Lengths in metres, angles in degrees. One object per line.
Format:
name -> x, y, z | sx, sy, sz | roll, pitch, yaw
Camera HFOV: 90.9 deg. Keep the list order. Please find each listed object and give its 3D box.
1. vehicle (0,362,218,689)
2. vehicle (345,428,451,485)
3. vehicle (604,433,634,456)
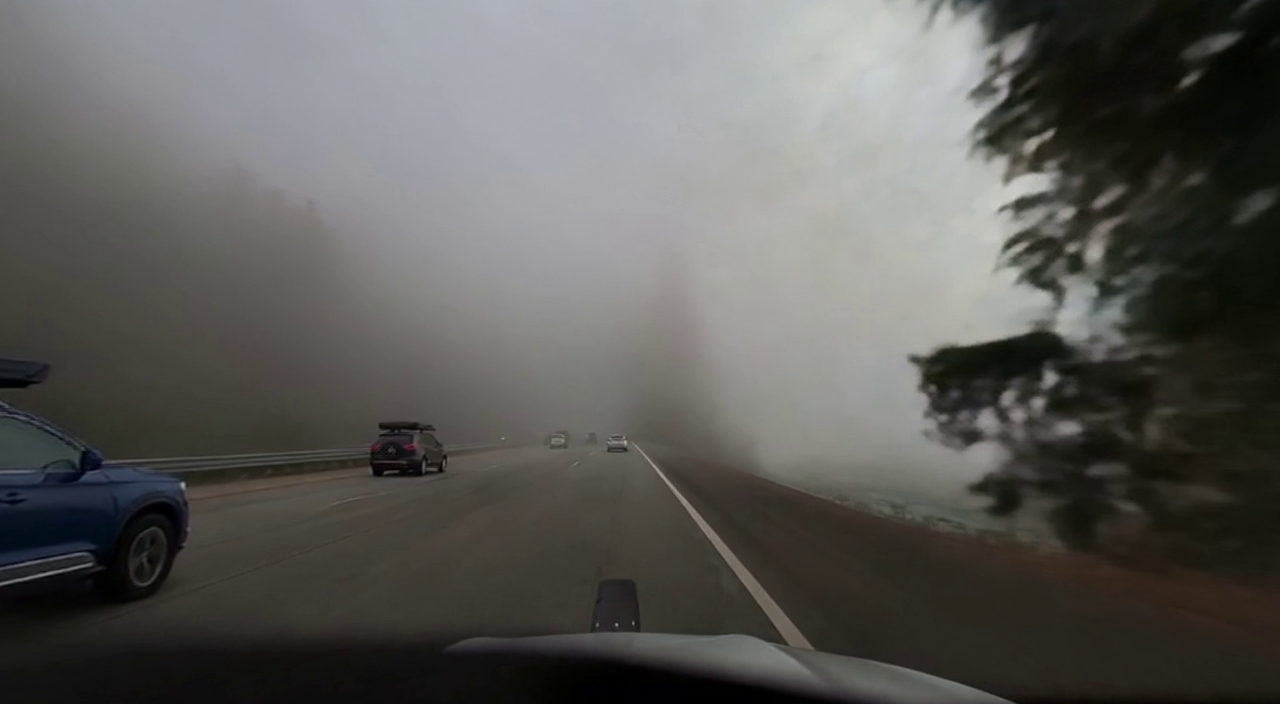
vehicle -> -4.475, 0.854, 2.768 | 2.069, 1.748, 4.652 | 0, -7, -1
vehicle -> -8.168, 3.522, 21.776 | 1.964, 1.745, 4.338 | 0, -7, 0
vehicle -> -1.556, 6.873, 47.151 | 2.178, 1.658, 3.916 | 0, -7, -1
